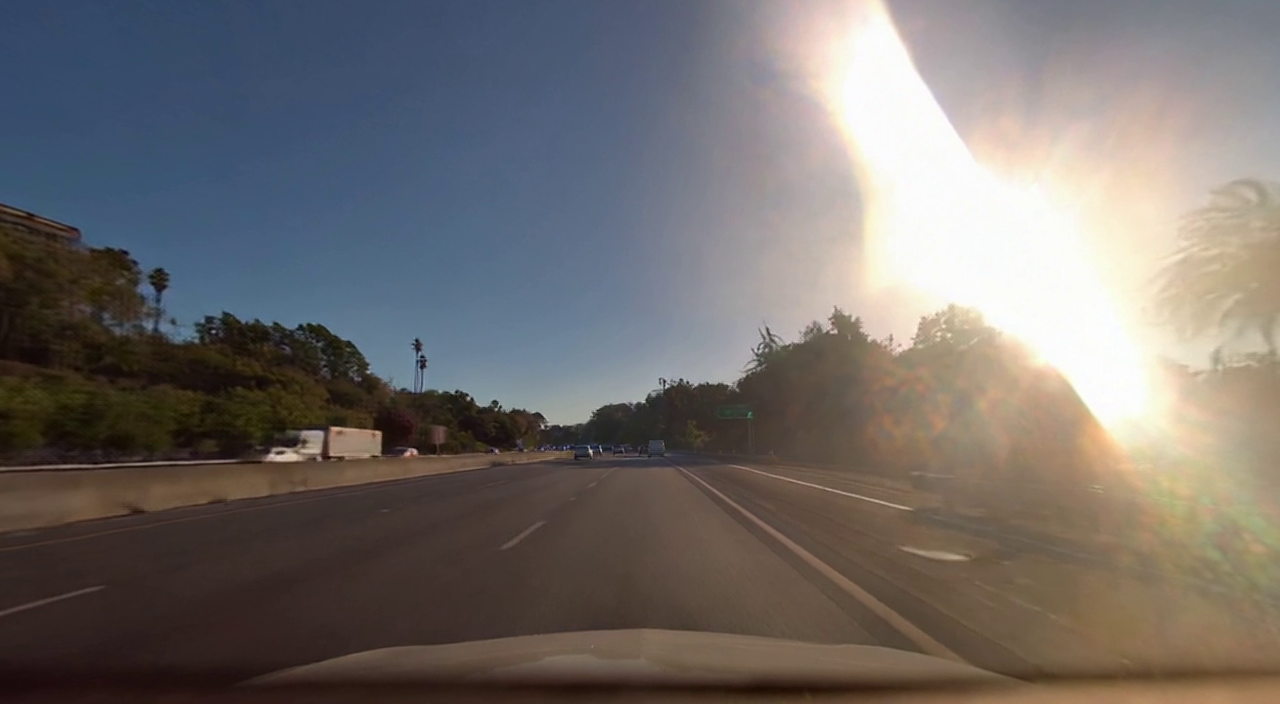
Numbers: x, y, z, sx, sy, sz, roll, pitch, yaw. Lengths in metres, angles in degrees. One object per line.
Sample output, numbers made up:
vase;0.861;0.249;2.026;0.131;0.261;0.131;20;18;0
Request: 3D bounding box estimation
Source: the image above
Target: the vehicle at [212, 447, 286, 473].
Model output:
vehicle;-26.785;7.390;43.244;1.890;1.646;4.864;0;-9;1
